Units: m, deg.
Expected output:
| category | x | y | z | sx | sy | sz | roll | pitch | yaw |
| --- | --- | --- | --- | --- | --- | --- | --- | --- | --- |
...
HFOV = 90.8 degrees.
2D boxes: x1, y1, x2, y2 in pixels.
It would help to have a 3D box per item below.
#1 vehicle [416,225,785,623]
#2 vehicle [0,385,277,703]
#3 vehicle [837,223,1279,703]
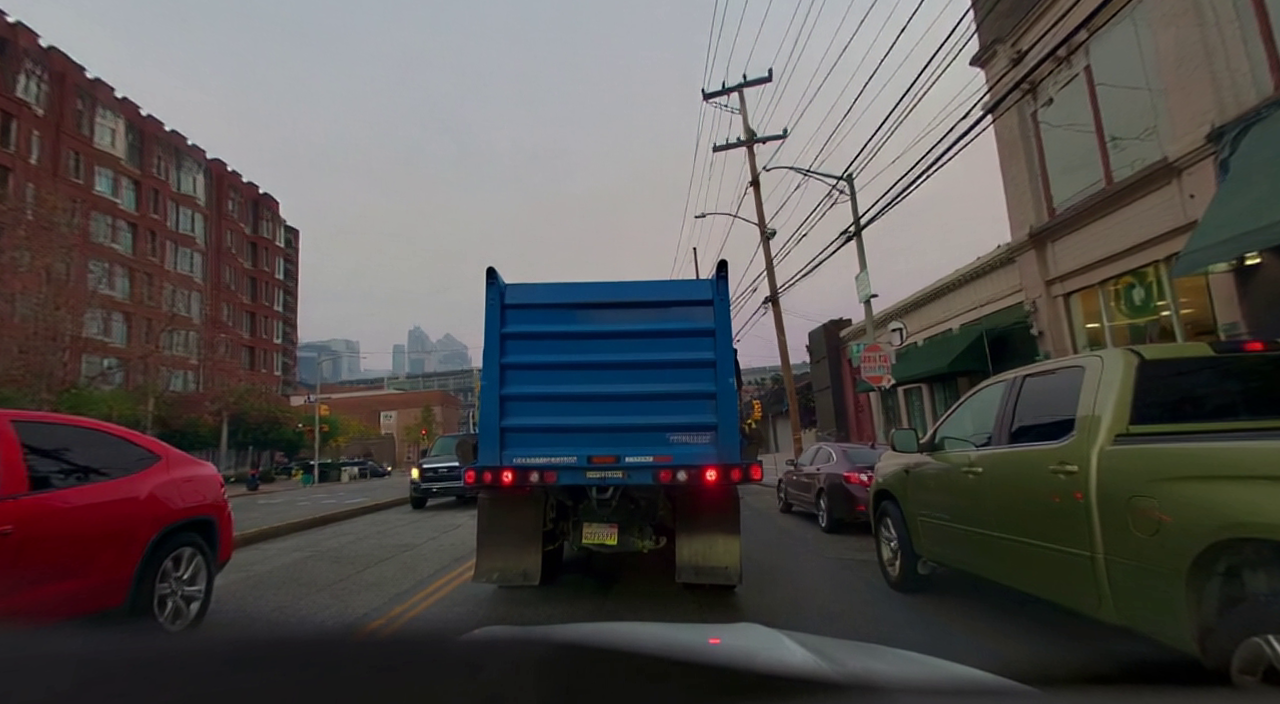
| category | x | y | z | sx | sy | sz | roll | pitch | yaw |
| --- | --- | --- | --- | --- | --- | --- | --- | --- | --- |
| vehicle | -0.219 | 1.121 | 9.226 | 2.878 | 3.204 | 8.244 | 0 | -8 | 1 |
| vehicle | -4.115 | 1.000 | 3.059 | 1.988 | 1.657 | 4.492 | 0 | -8 | 0 |
| vehicle | 3.238 | 0.846 | 3.880 | 2.242 | 1.979 | 5.722 | 0 | -8 | 1 |
